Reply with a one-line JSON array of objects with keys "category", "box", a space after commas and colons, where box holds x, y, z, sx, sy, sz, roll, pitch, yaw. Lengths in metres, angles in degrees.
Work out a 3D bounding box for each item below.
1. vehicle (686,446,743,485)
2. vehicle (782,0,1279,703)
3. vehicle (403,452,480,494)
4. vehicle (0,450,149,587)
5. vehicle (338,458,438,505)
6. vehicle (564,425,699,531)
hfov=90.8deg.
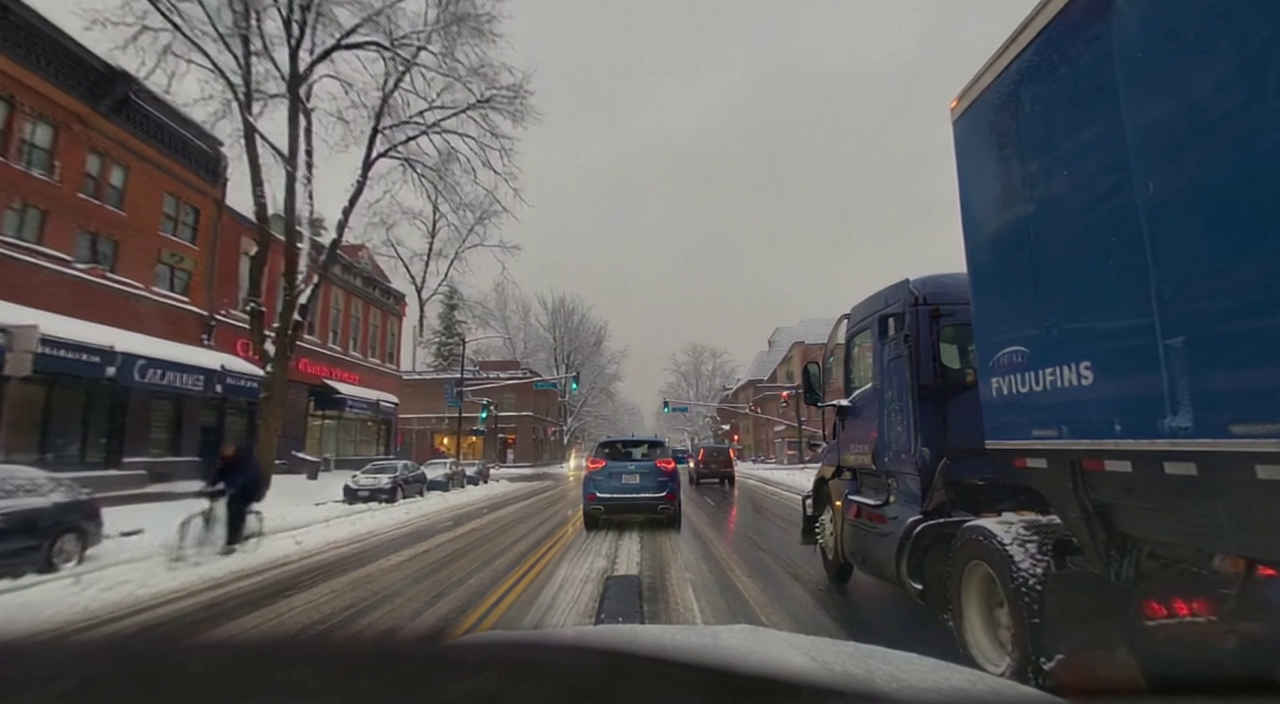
[{"category": "vehicle", "box": [3.471, 5.395, 30.307, 2.159, 1.696, 4.316, 0, -9, 0]}, {"category": "vehicle", "box": [3.055, -0.044, 2.249, 2.913, 3.771, 9.716, 0, -9, 1]}, {"category": "vehicle", "box": [-8.787, 5.356, 28.392, 2.084, 1.686, 4.422, 0, -9, -1]}, {"category": "vehicle", "box": [-8.847, 2.085, 7.888, 1.896, 1.652, 4.269, 0, -9, 1]}, {"category": "vehicle", "box": [-8.713, 4.492, 22.300, 1.805, 1.379, 4.359, 0, -9, -1]}, {"category": "vehicle", "box": [-0.147, 2.499, 13.110, 2.283, 1.783, 4.548, 0, -9, 0]}]
